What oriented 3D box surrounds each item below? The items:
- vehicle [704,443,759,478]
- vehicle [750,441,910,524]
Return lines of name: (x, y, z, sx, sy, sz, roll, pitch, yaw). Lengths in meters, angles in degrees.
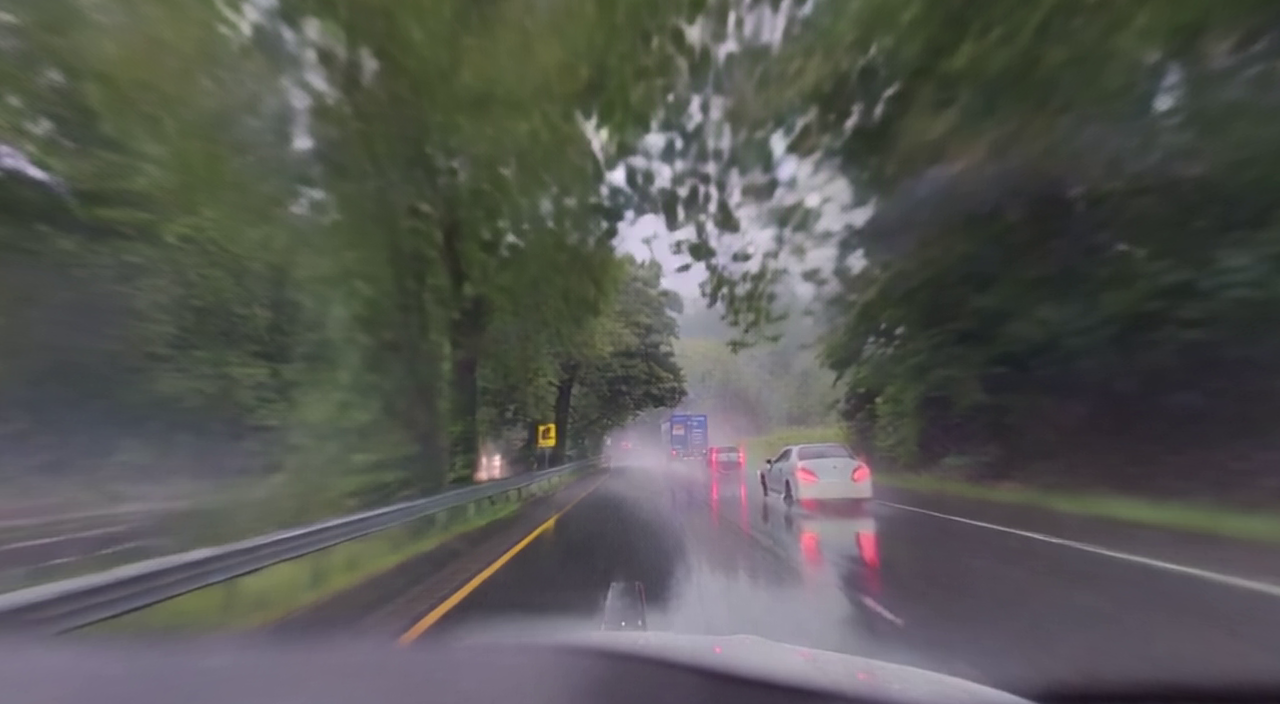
vehicle: (4.748, 5.714, 33.355, 2.118, 1.688, 4.715, 0, -9, -1)
vehicle: (3.949, 2.795, 14.139, 2.031, 1.491, 4.883, 0, -9, 0)
